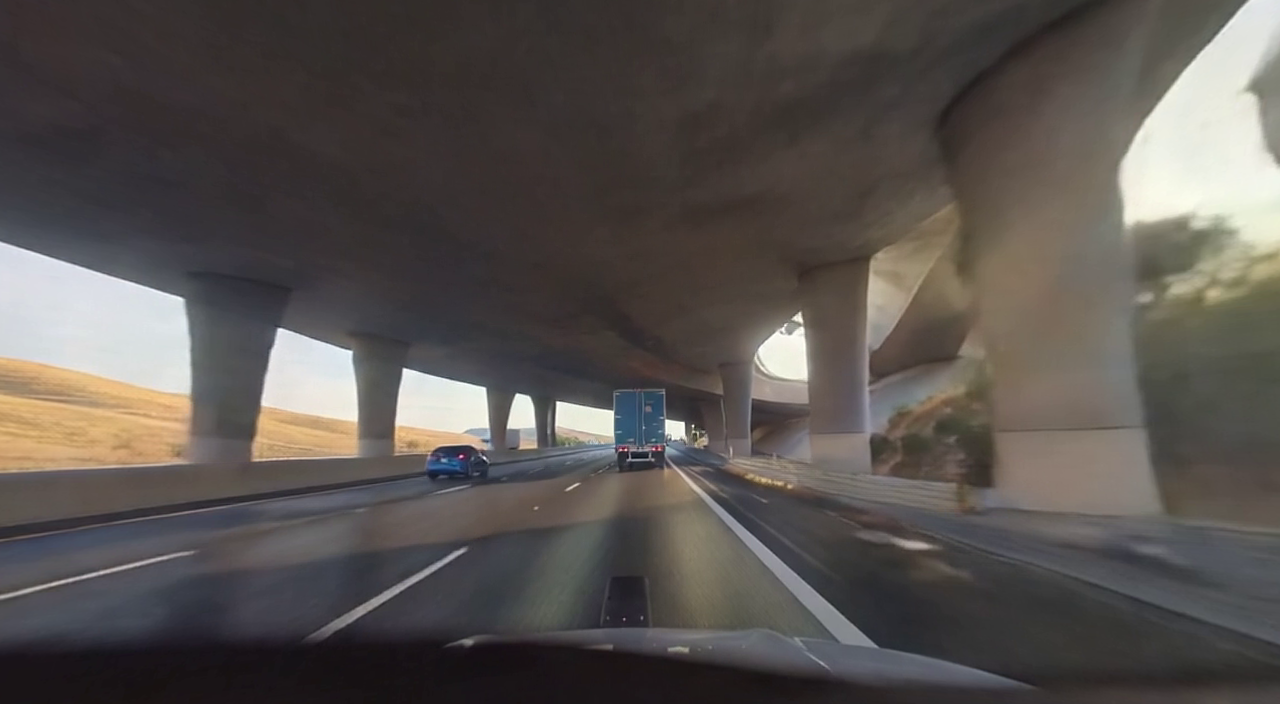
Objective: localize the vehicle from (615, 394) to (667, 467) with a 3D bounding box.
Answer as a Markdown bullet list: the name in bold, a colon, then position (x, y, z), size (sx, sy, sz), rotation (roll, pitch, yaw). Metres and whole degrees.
- **vehicle**: position (0.106, 5.162, 40.470), size (2.866, 4.014, 11.261), rotation (0, -8, 1)

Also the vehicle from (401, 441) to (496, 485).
- **vehicle**: position (-7.097, 4.158, 23.950), size (2.078, 1.496, 4.563), rotation (0, -8, 1)
